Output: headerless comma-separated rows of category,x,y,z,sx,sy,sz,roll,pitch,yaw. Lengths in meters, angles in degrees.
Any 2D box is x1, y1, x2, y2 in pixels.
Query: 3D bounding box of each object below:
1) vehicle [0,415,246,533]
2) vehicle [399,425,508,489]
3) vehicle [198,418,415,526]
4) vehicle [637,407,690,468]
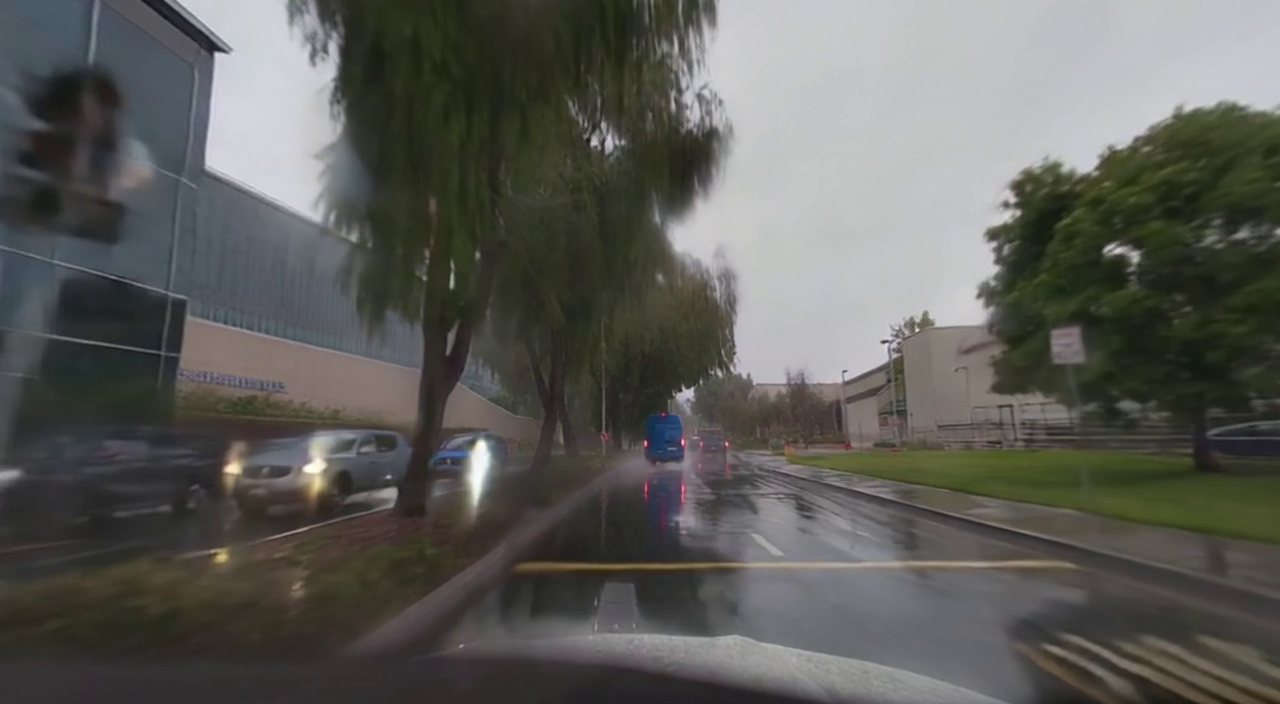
vehicle,-9.207,2.024,10.831,1.891,1.575,4.559,-2,-9,1
vehicle,-5.458,3.149,19.065,1.935,1.633,4.247,-2,-9,1
vehicle,-5.692,2.091,11.351,1.893,1.587,3.595,-1,-9,0
vehicle,1.313,4.330,32.003,2.435,2.816,5.232,-1,-8,5
